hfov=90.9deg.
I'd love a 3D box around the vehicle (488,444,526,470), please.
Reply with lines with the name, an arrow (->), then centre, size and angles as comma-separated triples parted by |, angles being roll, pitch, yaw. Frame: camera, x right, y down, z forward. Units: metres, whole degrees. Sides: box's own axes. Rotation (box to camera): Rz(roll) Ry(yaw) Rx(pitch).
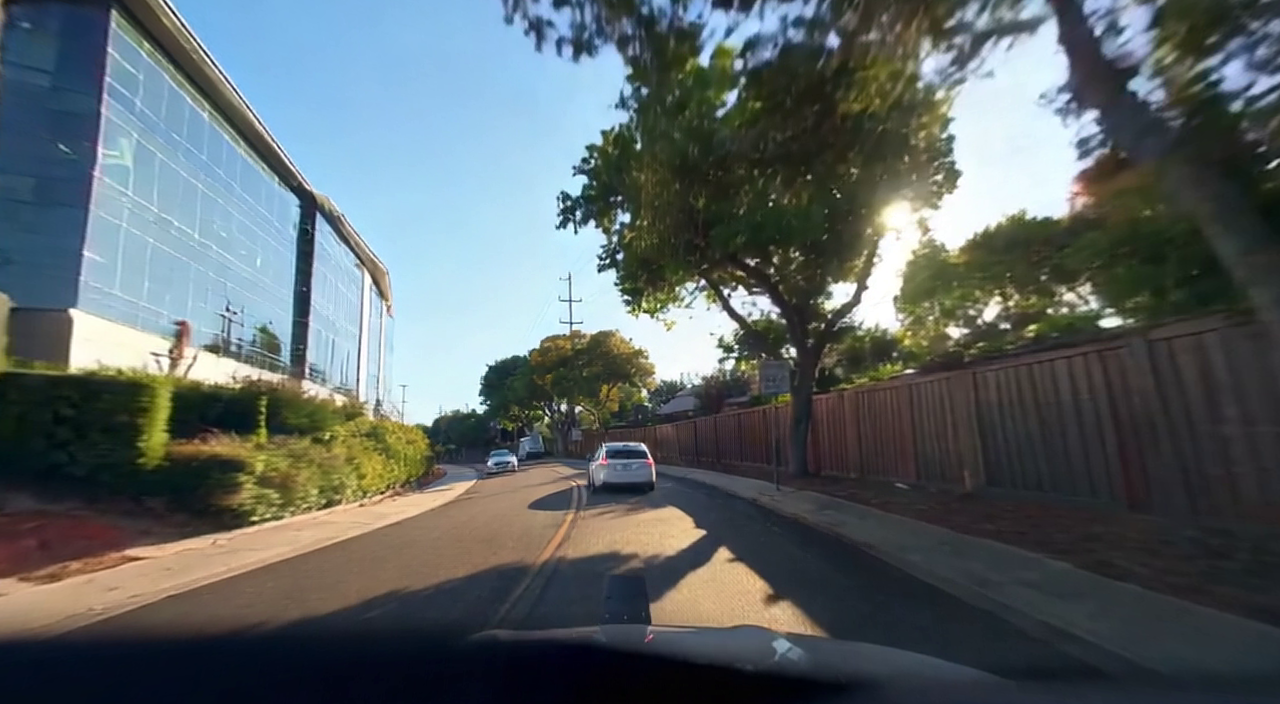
vehicle -> -8.111, 6.331, 38.212 | 1.957, 1.442, 4.180 | 2, -8, -15

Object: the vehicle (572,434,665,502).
vehicle -> -0.666, 2.848, 16.010 | 2.060, 1.487, 3.920 | 1, -8, -6
